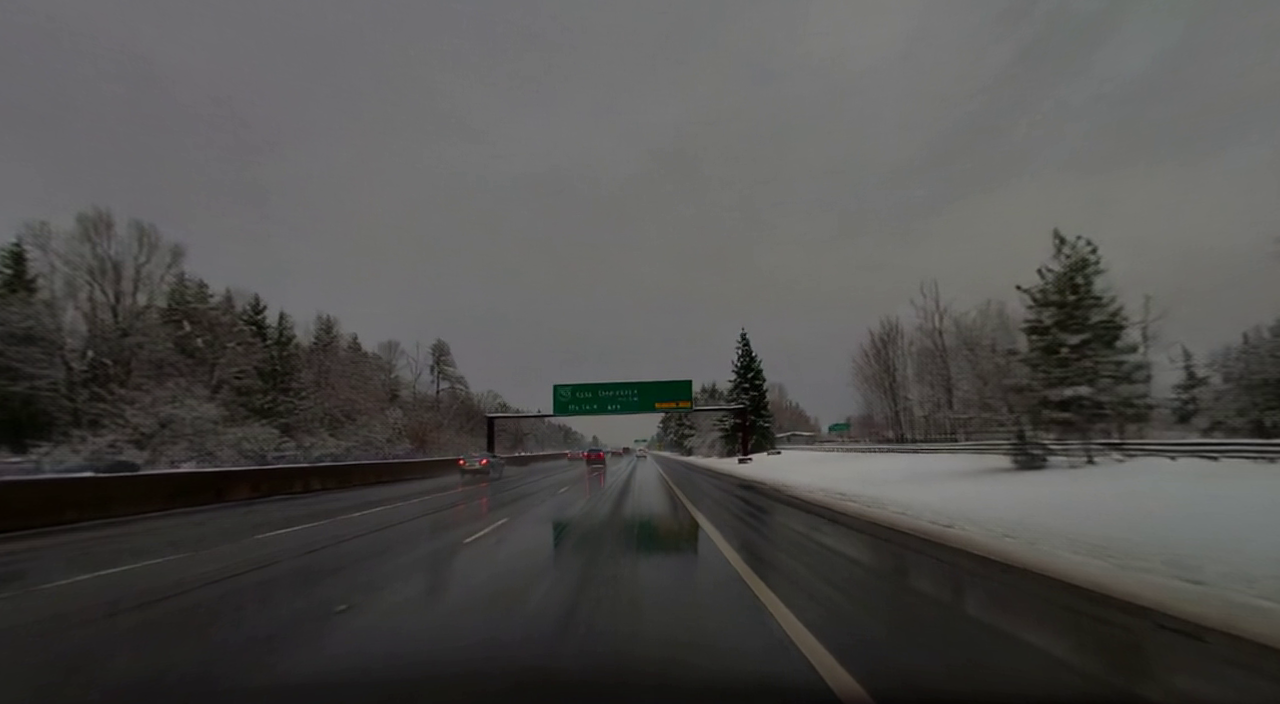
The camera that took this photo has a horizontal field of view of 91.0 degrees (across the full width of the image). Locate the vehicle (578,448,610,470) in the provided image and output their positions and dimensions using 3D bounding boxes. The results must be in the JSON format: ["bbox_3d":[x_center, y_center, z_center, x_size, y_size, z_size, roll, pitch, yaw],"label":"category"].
[{"bbox_3d":[-3.552,8.315,49.050,2.102,1.571,4.666,0,-9,0],"label":"vehicle"}]

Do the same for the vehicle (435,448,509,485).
[{"bbox_3d":[-7.475,5.138,28.551,2.002,1.507,4.631,0,-9,1],"label":"vehicle"}]
